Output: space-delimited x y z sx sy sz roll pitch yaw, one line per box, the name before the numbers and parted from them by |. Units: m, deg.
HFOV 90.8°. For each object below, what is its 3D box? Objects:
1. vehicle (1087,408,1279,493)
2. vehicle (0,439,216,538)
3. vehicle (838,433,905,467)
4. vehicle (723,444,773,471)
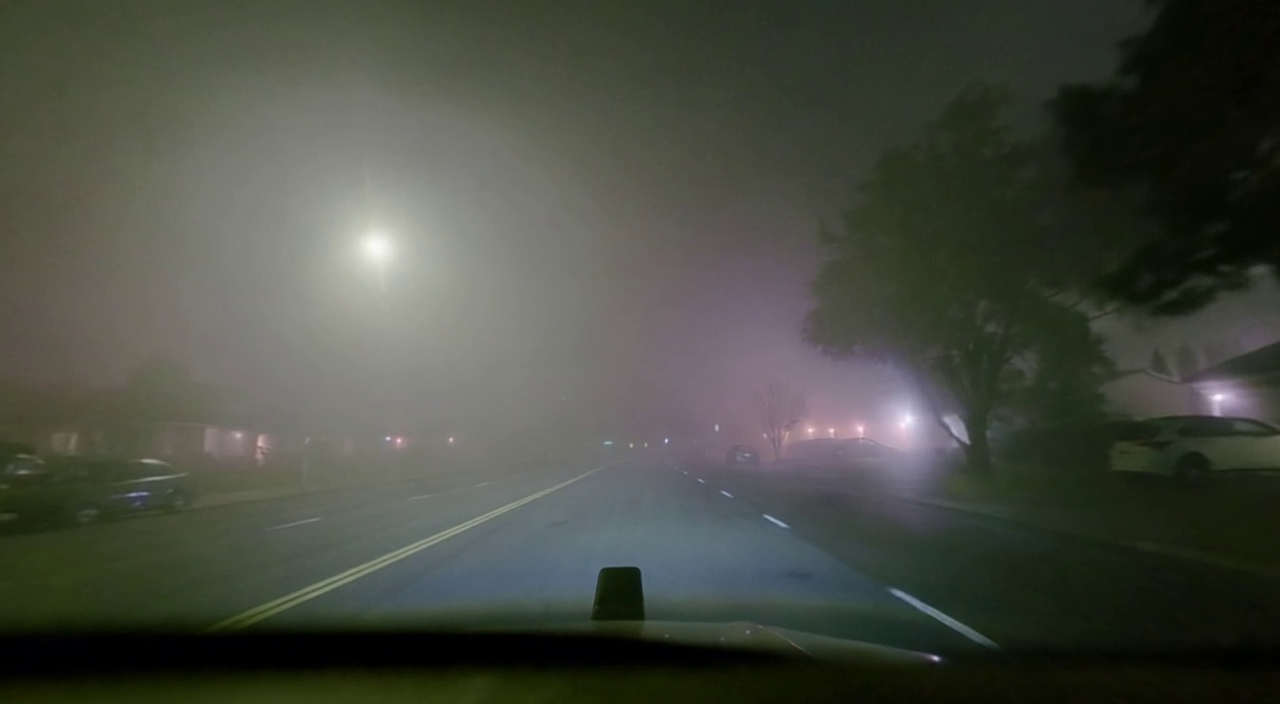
vehicle | 14.031 2.346 15.181 4.763 1.816 2.227 -2 -9 2
vehicle | -11.372 2.789 13.286 2.020 1.691 4.308 -2 -10 -2
vehicle | 13.367 5.721 36.832 1.978 1.738 4.734 -2 -9 -1
vehicle | 6.532 6.444 38.744 2.042 1.511 5.029 0 -8 -2
